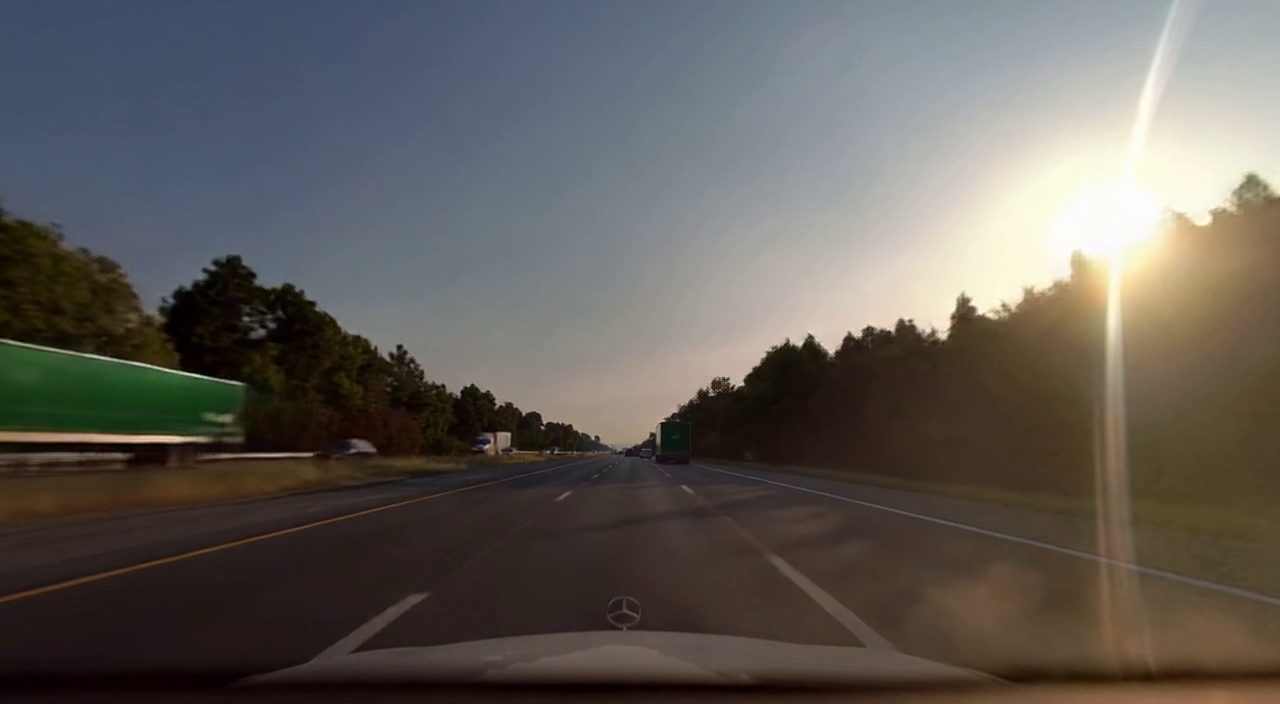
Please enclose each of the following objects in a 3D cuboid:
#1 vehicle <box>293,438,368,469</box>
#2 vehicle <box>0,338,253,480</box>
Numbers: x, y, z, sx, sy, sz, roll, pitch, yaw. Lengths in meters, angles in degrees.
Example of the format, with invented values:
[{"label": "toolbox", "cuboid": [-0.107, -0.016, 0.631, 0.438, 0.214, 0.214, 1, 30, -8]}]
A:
[{"label": "vehicle", "cuboid": [-15.777, 5.206, 32.315, 1.836, 1.465, 4.012, 0, -9, -1]}, {"label": "vehicle", "cuboid": [-19.994, 2.409, 23.031, 2.891, 4.057, 14.014, 0, -9, 0]}]
